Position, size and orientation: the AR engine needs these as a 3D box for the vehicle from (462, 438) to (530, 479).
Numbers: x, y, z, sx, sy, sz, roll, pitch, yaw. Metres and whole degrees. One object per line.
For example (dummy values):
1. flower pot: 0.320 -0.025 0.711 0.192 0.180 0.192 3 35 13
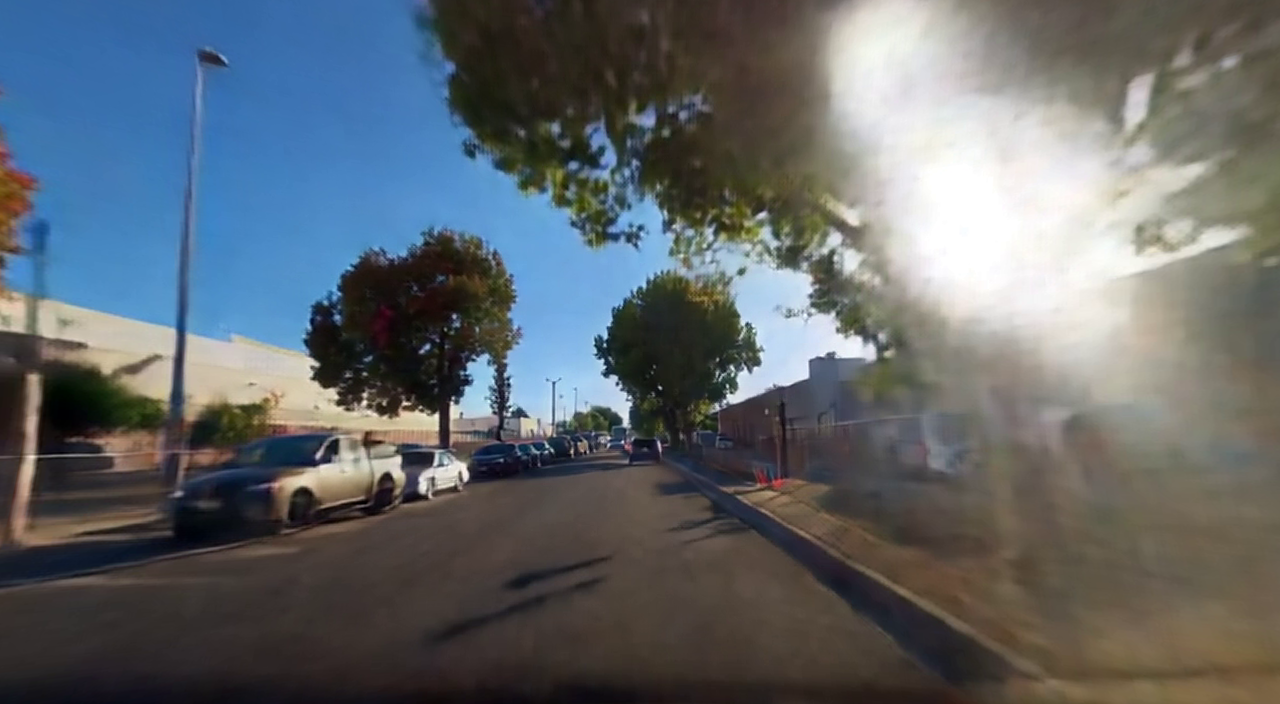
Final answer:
1. vehicle: -6.247 4.651 27.883 1.926 1.647 4.185 0 -8 1

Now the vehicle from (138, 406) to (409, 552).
1. vehicle: -6.184 2.220 11.579 2.005 1.989 4.929 -3 -9 0

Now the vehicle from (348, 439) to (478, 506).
1. vehicle: -6.082 3.224 17.473 2.013 1.609 4.152 0 -8 0

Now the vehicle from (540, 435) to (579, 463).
1. vehicle: -6.081 7.471 48.337 2.139 1.943 5.295 -1 -10 1

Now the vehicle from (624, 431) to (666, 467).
1. vehicle: 0.245 5.347 34.886 2.152 1.874 4.042 0 -8 0
